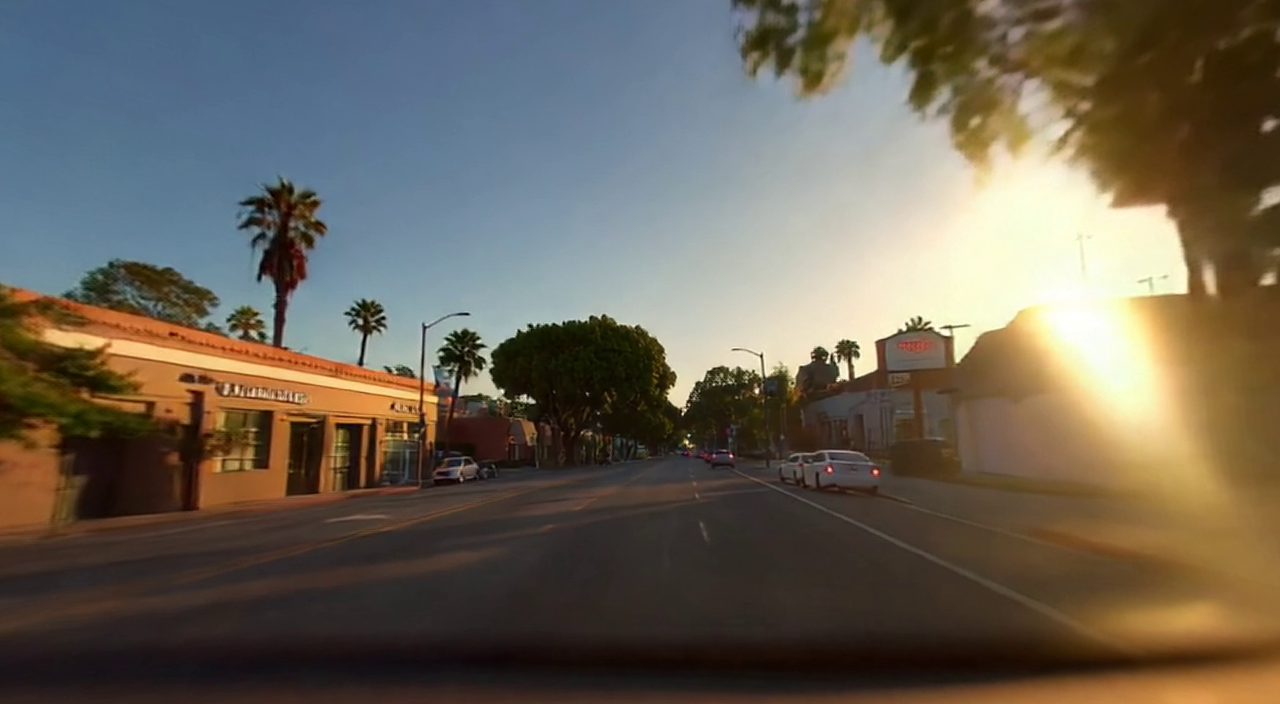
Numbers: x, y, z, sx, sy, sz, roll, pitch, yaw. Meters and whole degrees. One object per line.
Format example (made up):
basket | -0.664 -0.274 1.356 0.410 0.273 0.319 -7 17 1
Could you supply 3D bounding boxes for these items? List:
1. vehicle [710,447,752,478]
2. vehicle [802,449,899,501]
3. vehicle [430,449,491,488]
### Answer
vehicle | 4.799 5.861 33.860 2.067 1.477 4.653 -1 -9 6
vehicle | 6.845 4.002 21.024 1.834 1.504 4.331 0 -9 2
vehicle | -10.932 7.093 38.898 1.949 2.026 5.141 1 -8 2
